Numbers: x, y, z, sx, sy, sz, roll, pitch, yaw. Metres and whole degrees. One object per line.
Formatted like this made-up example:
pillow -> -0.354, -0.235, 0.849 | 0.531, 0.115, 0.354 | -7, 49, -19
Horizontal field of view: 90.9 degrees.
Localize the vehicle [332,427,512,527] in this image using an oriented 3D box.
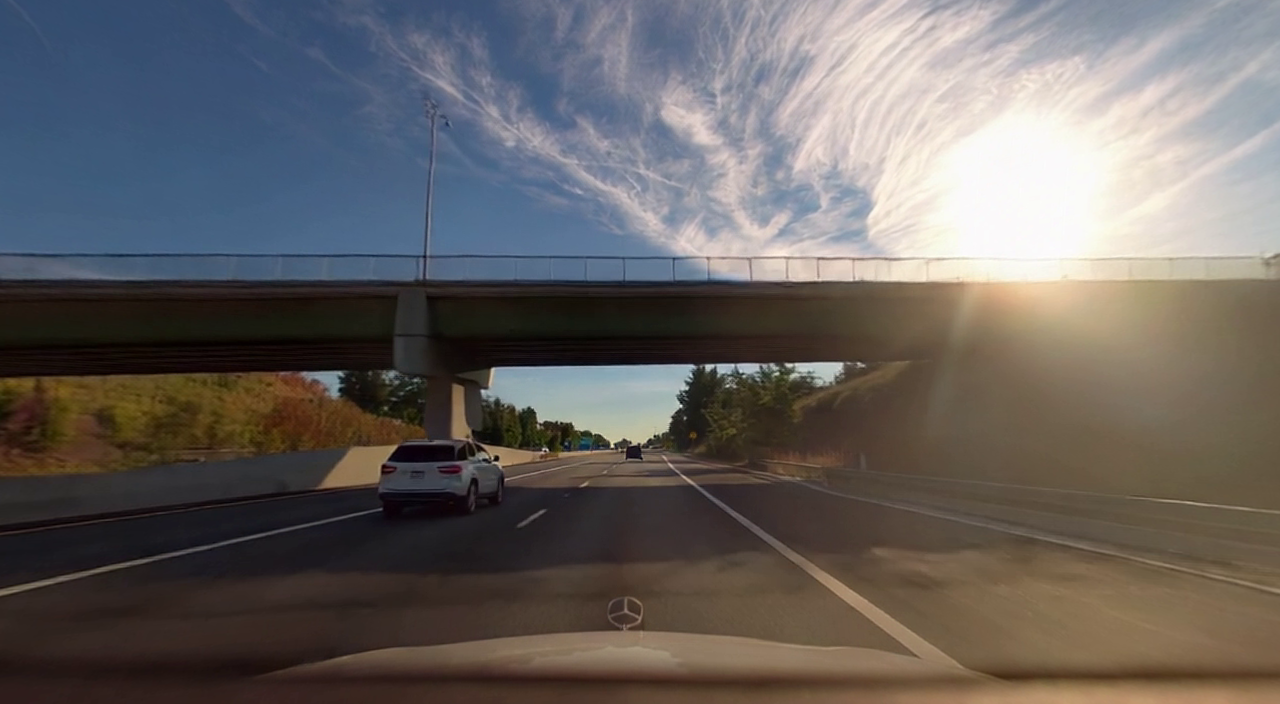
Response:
vehicle -> -4.388, 2.605, 13.708 | 2.221, 1.750, 4.706 | 0, -9, 0
